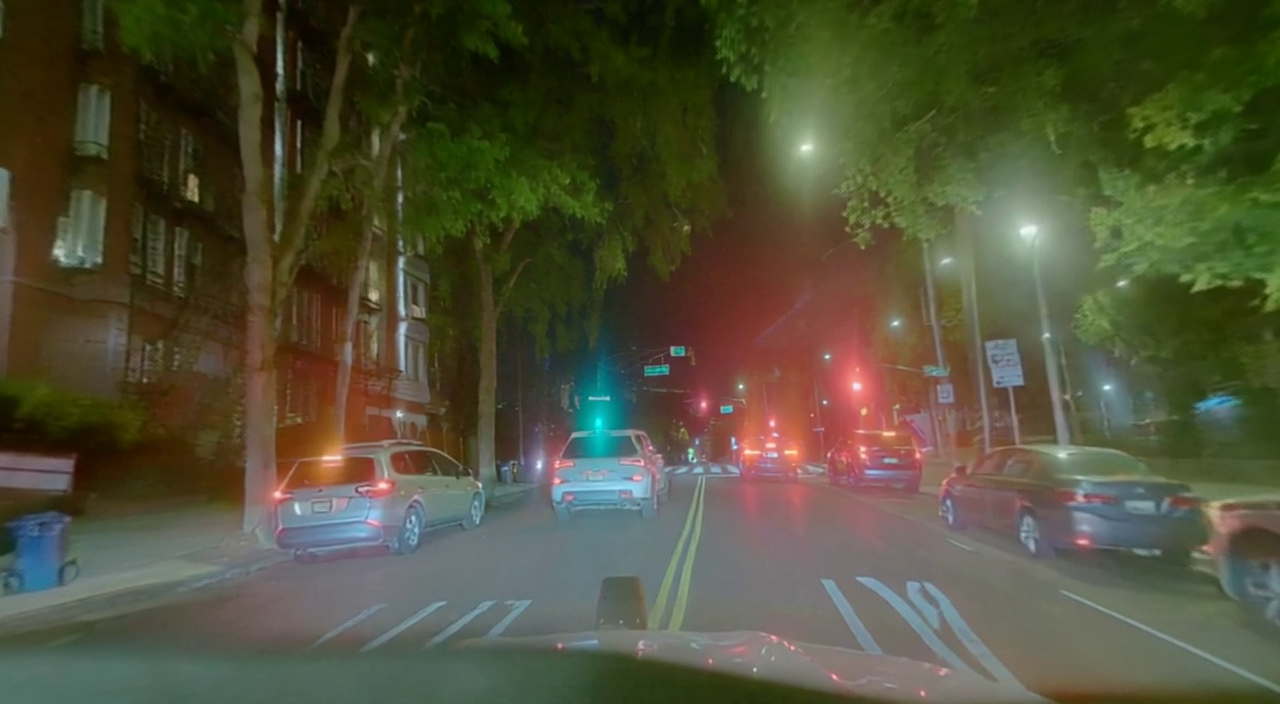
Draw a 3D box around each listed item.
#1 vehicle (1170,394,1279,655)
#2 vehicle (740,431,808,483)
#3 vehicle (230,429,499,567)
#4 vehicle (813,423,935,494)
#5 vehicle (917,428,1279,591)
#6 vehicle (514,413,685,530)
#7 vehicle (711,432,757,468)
[{"bbox_3d":[4.778,0.852,2.480,1.883,1.601,4.305,-1,-9,5],"label":"vehicle"},{"bbox_3d":[4.666,3.685,22.351,2.111,1.619,4.077,-2,-9,10],"label":"vehicle"},{"bbox_3d":[-4.161,2.252,10.581,2.013,1.772,4.439,-2,-9,8],"label":"vehicle"},{"bbox_3d":[6.818,3.187,19.163,2.093,1.815,5.441,-1,-9,5],"label":"vehicle"},{"bbox_3d":[5.231,1.758,7.959,1.937,1.442,4.338,-1,-9,6],"label":"vehicle"},{"bbox_3d":[-0.497,2.298,12.741,2.333,1.832,5.200,-2,-9,9],"label":"vehicle"},{"bbox_3d":[4.731,4.996,32.230,2.111,1.705,4.093,-1,-9,6],"label":"vehicle"}]
